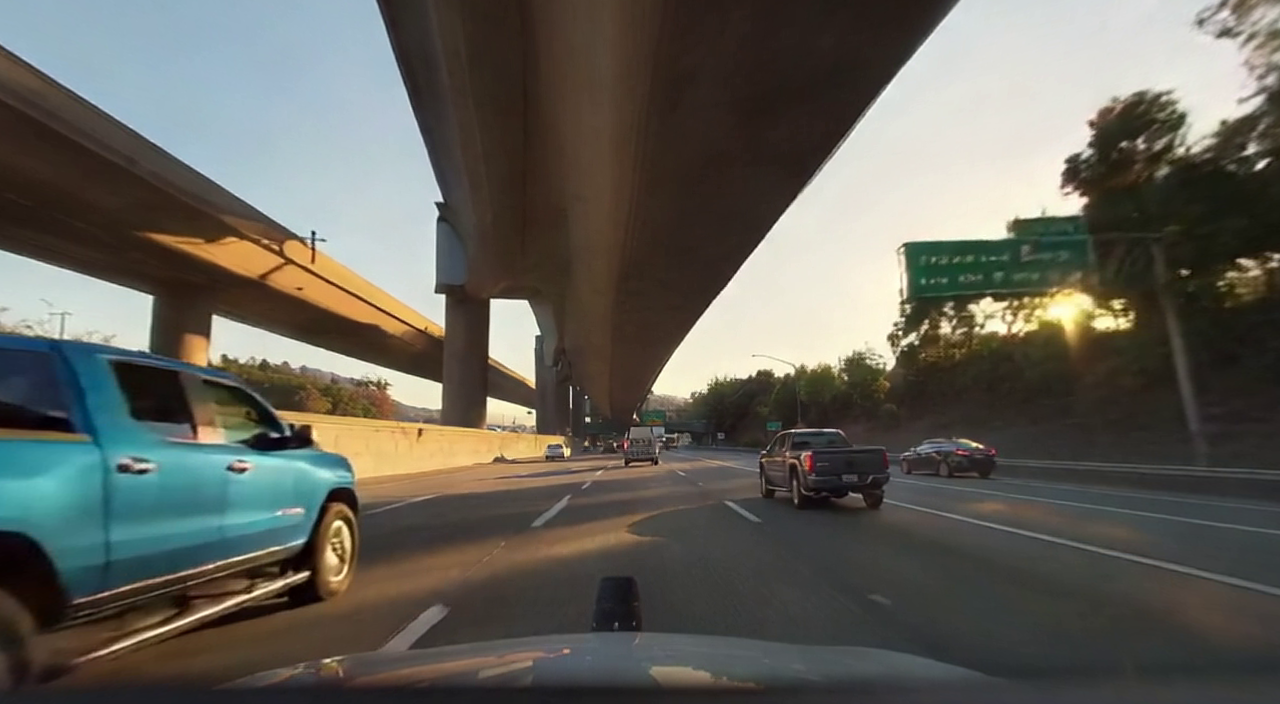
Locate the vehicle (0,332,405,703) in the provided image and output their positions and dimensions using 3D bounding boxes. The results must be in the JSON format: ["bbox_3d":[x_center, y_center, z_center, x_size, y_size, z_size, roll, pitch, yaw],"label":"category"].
[{"bbox_3d":[-3.657,1.002,3.724,2.535,1.715,5.030,0,-9,1],"label":"vehicle"}]

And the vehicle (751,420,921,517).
[{"bbox_3d":[3.759,2.319,13.002,2.119,1.653,4.000,0,-9,-1],"label":"vehicle"}]

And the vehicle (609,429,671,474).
[{"bbox_3d":[0.004,4.581,29.145,2.572,1.837,5.693,0,-9,0],"label":"vehicle"}]

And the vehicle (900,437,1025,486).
[{"bbox_3d":[10.831,3.697,21.640,1.961,1.480,4.331,0,-9,-1],"label":"vehicle"}]
